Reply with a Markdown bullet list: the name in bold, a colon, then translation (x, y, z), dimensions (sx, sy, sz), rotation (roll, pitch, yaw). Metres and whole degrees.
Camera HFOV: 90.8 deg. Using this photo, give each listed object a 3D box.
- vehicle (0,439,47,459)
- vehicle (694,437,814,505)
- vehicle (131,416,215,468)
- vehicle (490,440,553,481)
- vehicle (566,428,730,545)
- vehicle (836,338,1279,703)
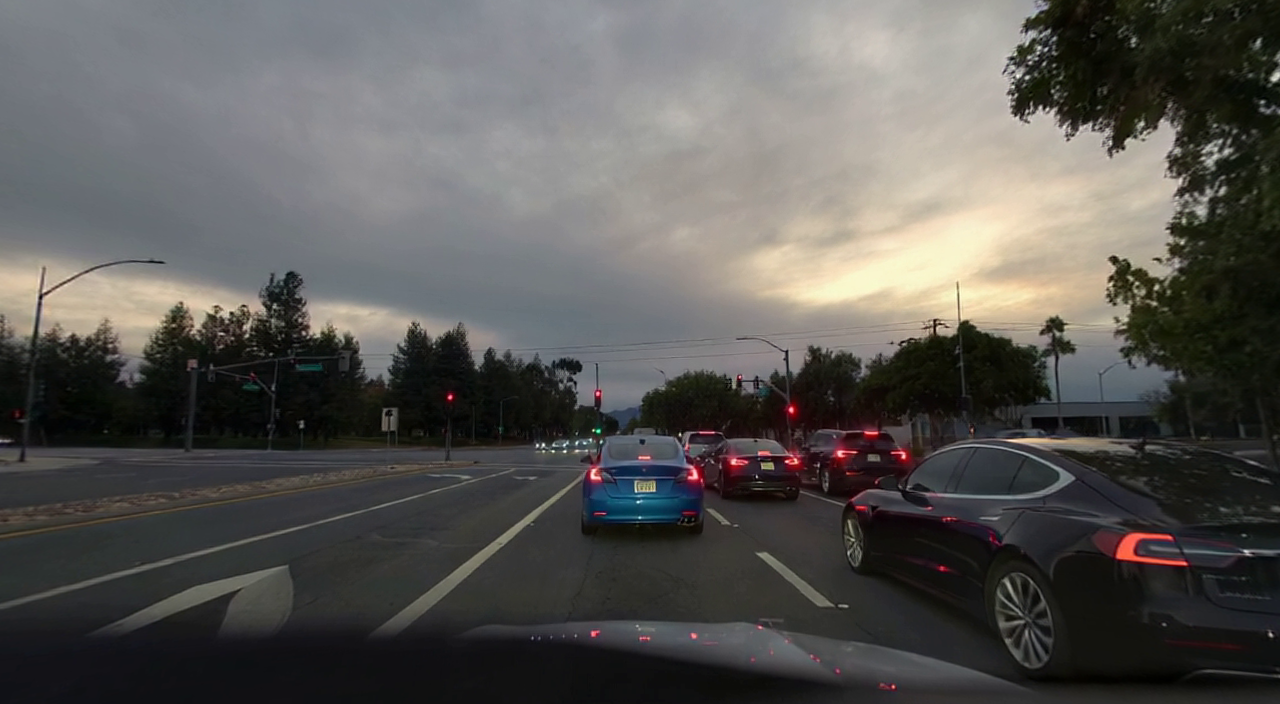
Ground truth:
- **vehicle**: translation (-48.295, 7.360, 47.975), dimensions (4.418, 1.415, 1.941), rotation (0, -8, -1)
- **vehicle**: translation (2.694, 2.929, 16.034), dimensions (2.058, 1.466, 4.208), rotation (0, -8, -3)
- **vehicle**: translation (-29.271, 5.640, 39.701), dimensions (2.608, 2.990, 3.026), rotation (2, -8, 2)
- **vehicle**: translation (-4.627, 4.286, 25.250), dimensions (1.972, 1.457, 4.171), rotation (0, -8, -4)
- **vehicle**: translation (0.027, 2.081, 10.467), dimensions (2.147, 1.499, 4.240), rotation (0, -8, -2)
- **vehicle**: translation (3.186, 1.106, 4.302), dimensions (2.167, 1.676, 4.443), rotation (0, -8, -1)
